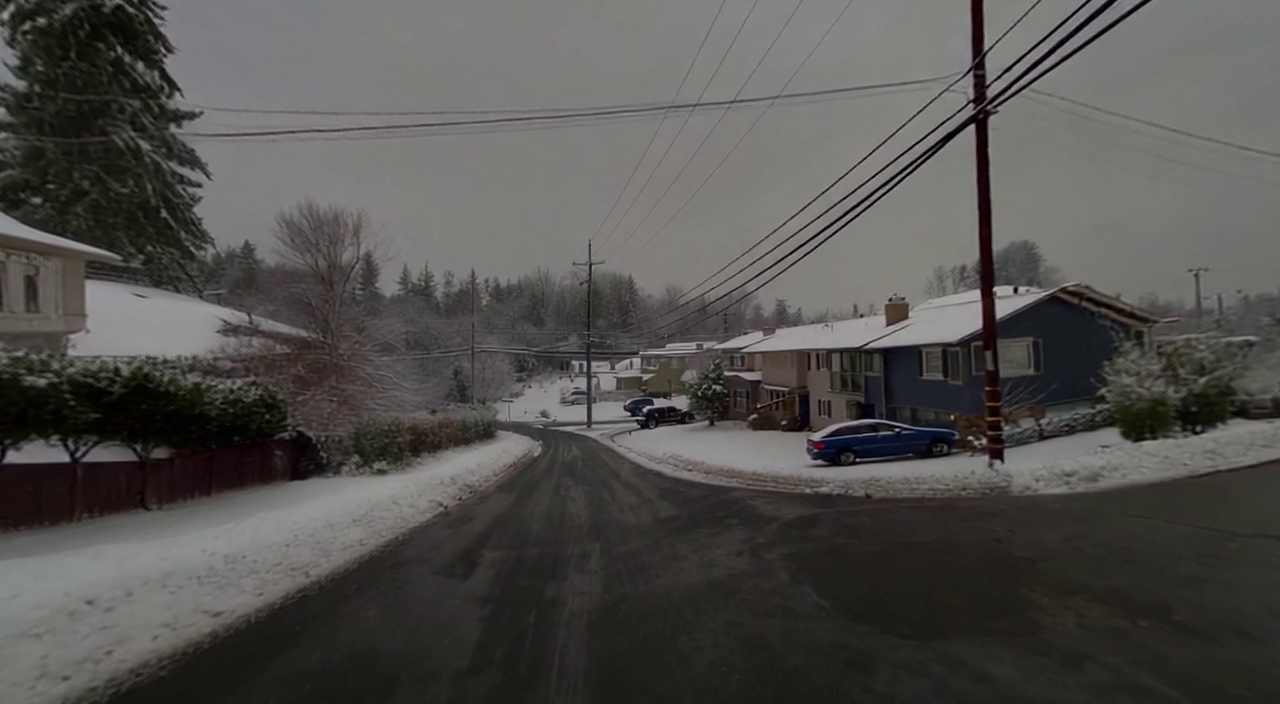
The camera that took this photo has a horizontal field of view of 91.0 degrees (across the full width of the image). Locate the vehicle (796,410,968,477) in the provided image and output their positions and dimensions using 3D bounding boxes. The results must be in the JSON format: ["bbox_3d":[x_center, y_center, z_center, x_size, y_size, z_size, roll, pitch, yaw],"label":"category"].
[{"bbox_3d":[8.362,3.208,21.707,5.663,1.913,2.170,7,-10,-24],"label":"vehicle"}]
